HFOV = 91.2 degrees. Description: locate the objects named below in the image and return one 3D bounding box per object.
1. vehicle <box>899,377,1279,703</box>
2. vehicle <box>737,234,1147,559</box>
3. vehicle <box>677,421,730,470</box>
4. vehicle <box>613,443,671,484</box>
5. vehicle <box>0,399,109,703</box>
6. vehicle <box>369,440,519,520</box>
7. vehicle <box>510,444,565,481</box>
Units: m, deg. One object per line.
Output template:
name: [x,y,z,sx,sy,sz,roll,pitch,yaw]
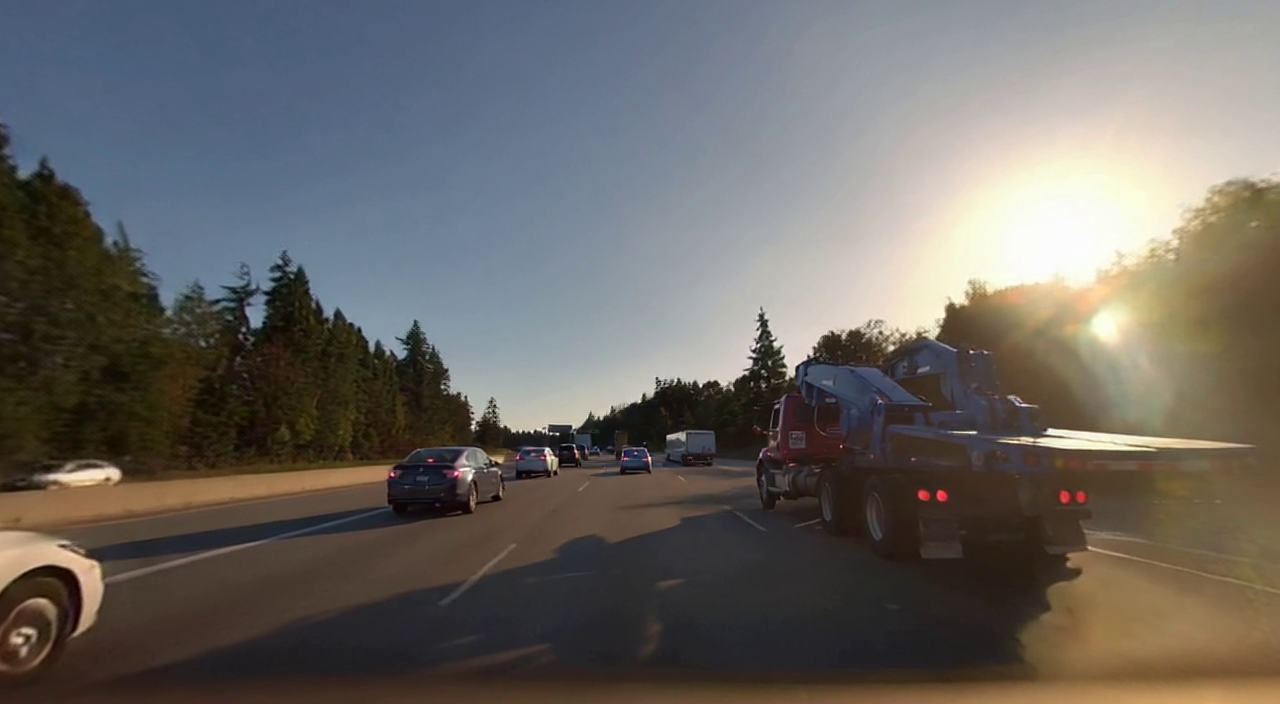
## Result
vehicle: [4.067,1.080,3.686,2.599,1.631,5.693,0,-9,-1]
vehicle: [3.930,1.071,11.171,2.975,3.618,8.456,0,-9,0]
vehicle: [3.917,5.991,40.121,2.416,2.829,7.016,0,-9,-2]
vehicle: [0.021,4.477,25.458,2.150,1.498,3.988,0,-9,-2]
vehicle: [-4.158,0.792,1.597,1.978,1.556,4.119,0,-9,0]
vehicle: [-4.232,2.823,14.435,1.880,1.507,4.757,0,-9,0]
vehicle: [-4.599,5.032,28.792,1.858,1.527,3.974,0,-9,0]
